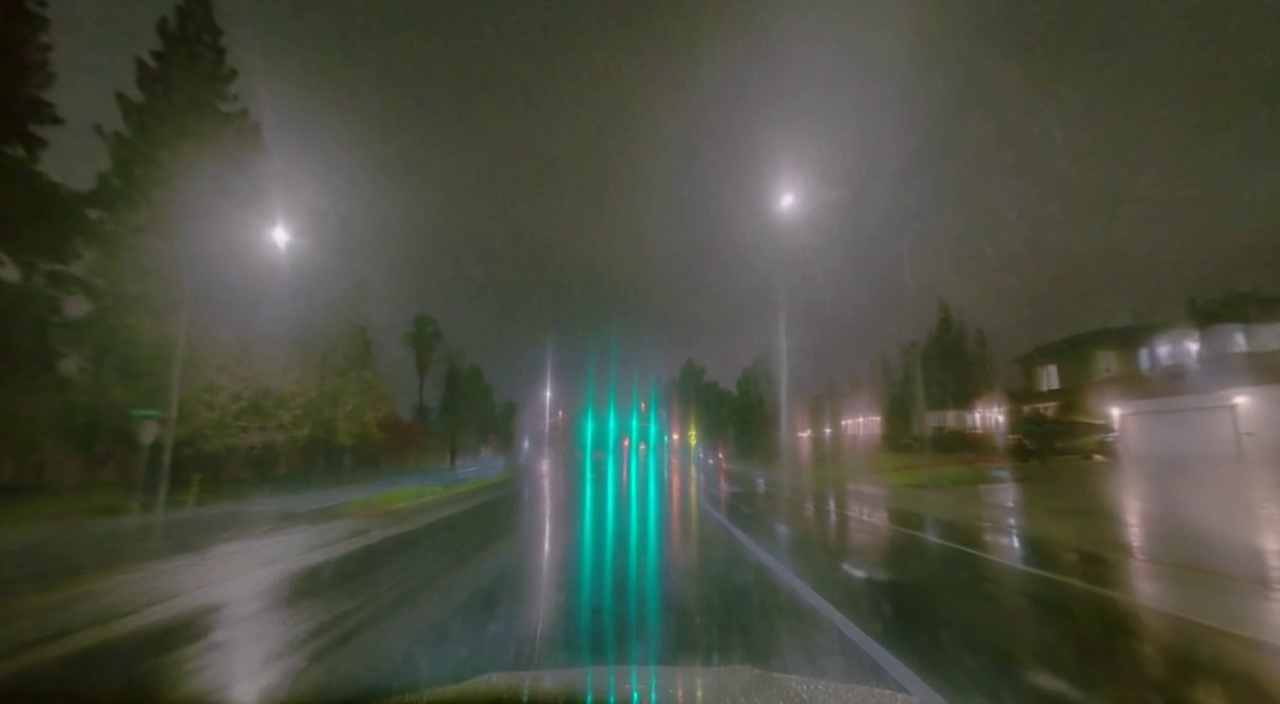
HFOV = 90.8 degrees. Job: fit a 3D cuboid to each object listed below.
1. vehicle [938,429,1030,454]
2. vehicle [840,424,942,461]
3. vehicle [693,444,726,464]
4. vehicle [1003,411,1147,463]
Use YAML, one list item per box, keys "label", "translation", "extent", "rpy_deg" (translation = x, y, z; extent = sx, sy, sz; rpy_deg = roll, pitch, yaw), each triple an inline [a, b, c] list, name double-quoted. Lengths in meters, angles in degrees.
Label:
- label: "vehicle"
  translation: [20.961, 5.476, 38.575]
  extent: [4.479, 1.474, 1.907]
  rpy_deg: [0, -8, -1]
- label: "vehicle"
  translation: [15.132, 5.484, 38.321]
  extent: [5.136, 1.795, 2.244]
  rpy_deg: [-4, -9, -3]
- label: "vehicle"
  translation: [5.190, 7.621, 47.514]
  extent: [1.984, 1.418, 4.709]
  rpy_deg: [0, -8, 0]
- label: "vehicle"
  translation: [15.091, 3.050, 22.305]
  extent: [1.908, 1.610, 4.582]
  rpy_deg: [0, -9, 2]
